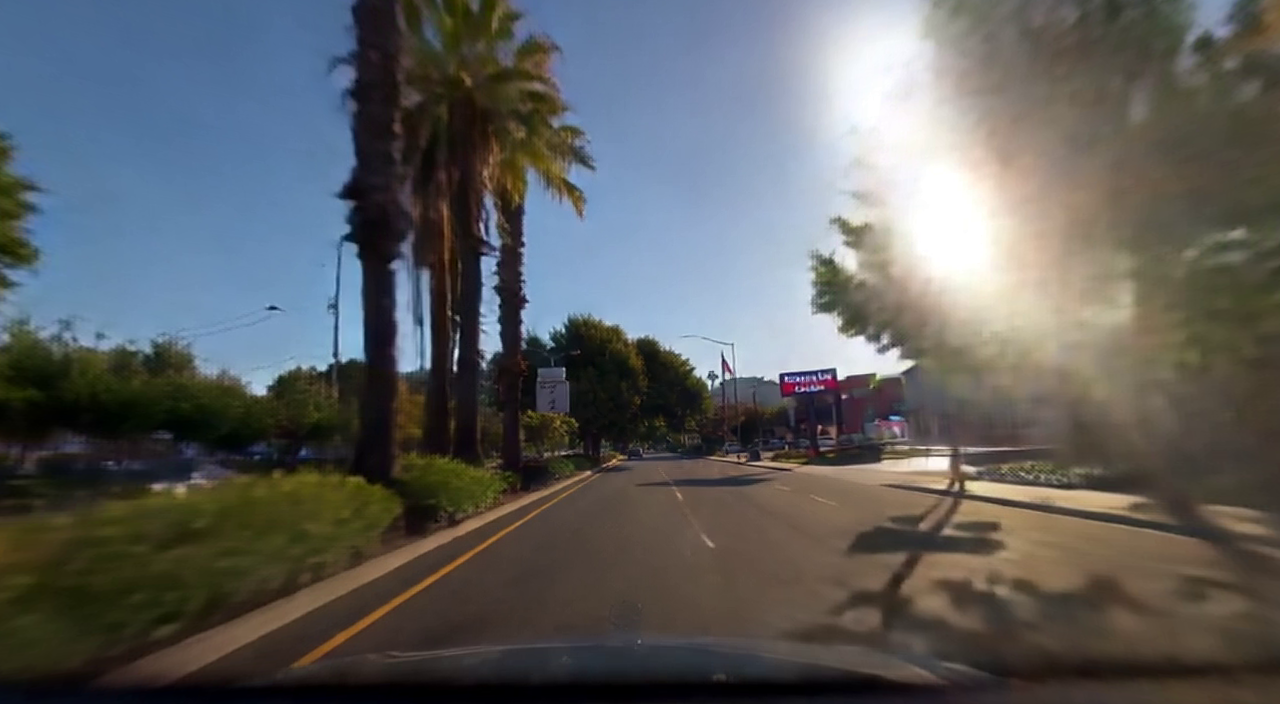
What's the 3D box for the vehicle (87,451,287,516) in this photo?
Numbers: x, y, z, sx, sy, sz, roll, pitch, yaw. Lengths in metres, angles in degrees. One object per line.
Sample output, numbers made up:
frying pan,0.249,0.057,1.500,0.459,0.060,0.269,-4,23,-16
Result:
vehicle,-11.980,3.462,17.230,2.015,1.484,4.651,0,-8,-1
